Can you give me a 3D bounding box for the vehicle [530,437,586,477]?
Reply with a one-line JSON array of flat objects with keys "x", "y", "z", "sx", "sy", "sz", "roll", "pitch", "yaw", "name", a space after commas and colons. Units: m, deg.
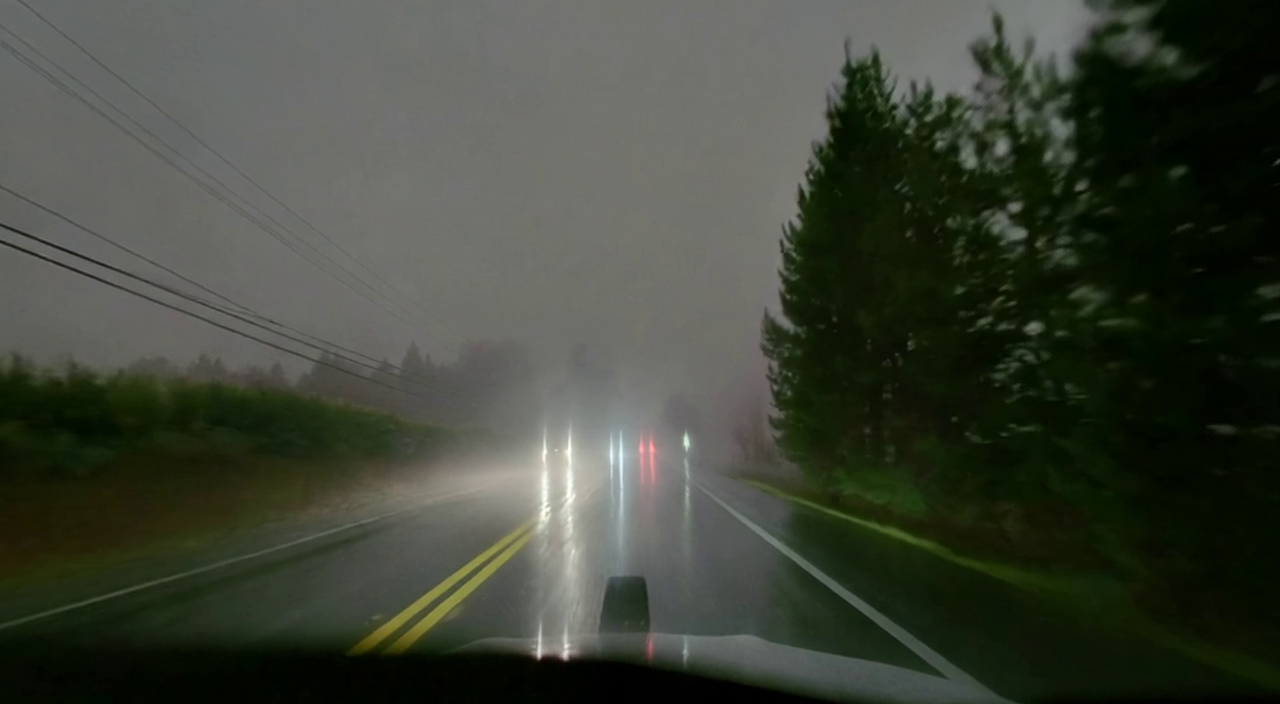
[{"x": -3.854, "y": 5.034, "z": 30.335, "sx": 2.041, "sy": 1.771, "sz": 4.452, "roll": 0, "pitch": -9, "yaw": 0, "name": "vehicle"}]
